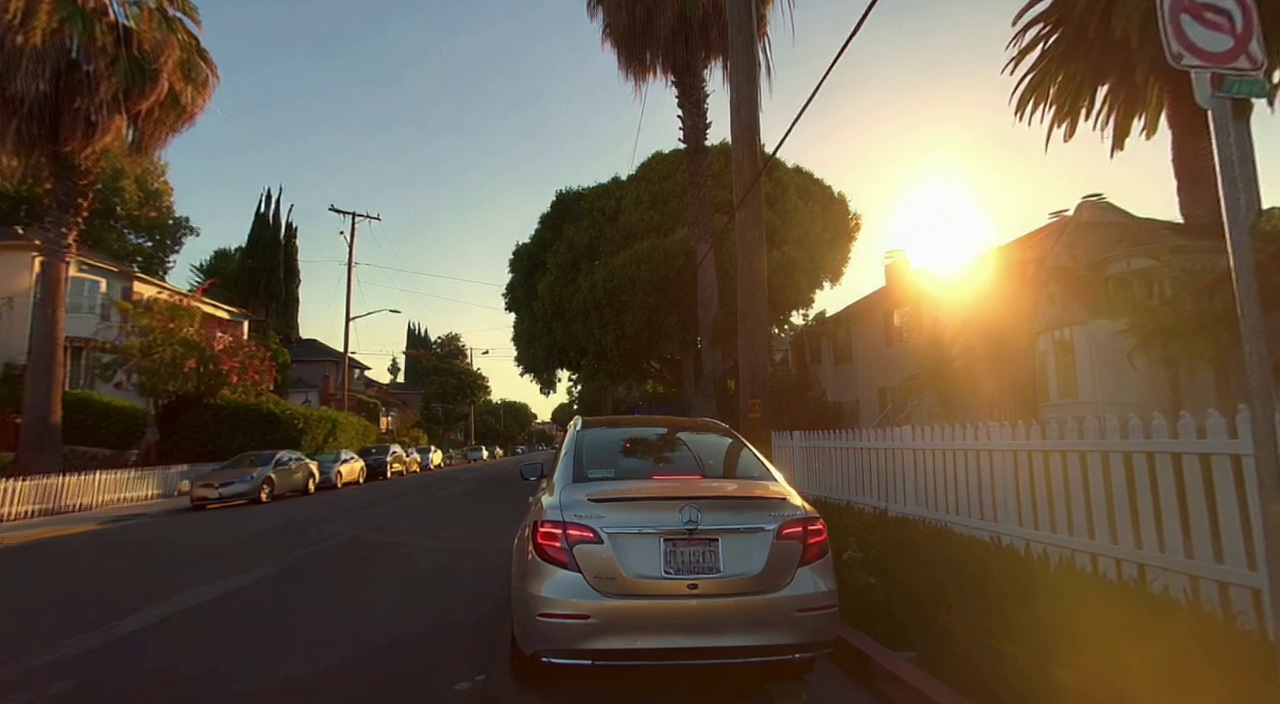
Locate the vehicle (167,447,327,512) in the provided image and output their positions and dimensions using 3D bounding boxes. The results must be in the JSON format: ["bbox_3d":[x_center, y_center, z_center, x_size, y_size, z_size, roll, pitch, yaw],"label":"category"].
[{"bbox_3d":[-11.393,3.659,18.793,2.017,1.627,5.039,1,-8,-7],"label":"vehicle"}]

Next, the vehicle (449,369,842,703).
[{"bbox_3d":[-0.128,1.213,4.997,1.894,1.695,3.795,1,-8,-5],"label":"vehicle"}]

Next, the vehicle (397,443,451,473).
[{"bbox_3d":[-13.173,6.463,38.706,2.060,1.689,4.999,1,-8,-7],"label":"vehicle"}]

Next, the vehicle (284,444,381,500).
[{"bbox_3d":[-12.158,4.709,25.267,2.048,1.485,4.757,-4,-4,-7],"label":"vehicle"}]
